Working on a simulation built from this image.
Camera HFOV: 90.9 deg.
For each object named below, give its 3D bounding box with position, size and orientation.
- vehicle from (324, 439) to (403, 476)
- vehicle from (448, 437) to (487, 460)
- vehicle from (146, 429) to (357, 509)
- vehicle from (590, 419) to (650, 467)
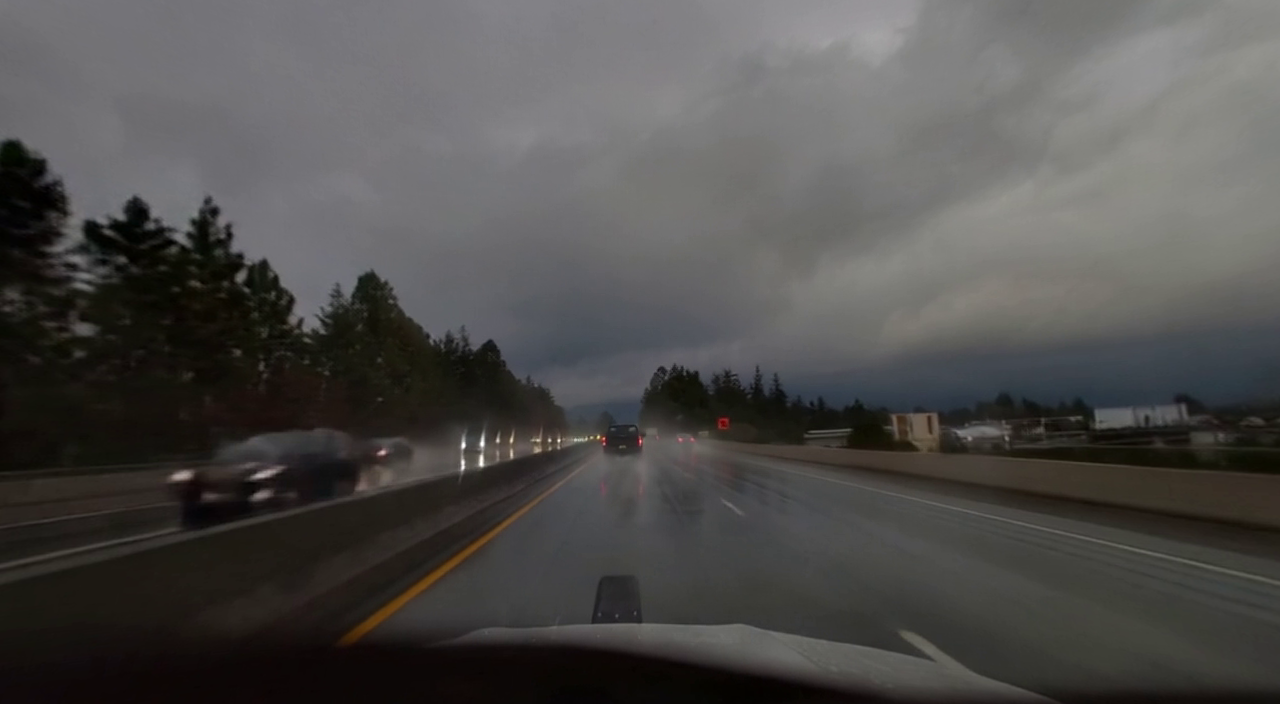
[{"bbox_3d":[-13.465,5.133,31.007,2.015,1.671,4.292,0,-8,-1],"label":"vehicle"},{"bbox_3d":[-13.093,7.329,47.960,1.940,1.665,3.934,0,-8,-2],"label":"vehicle"},{"bbox_3d":[-9.324,2.814,15.785,2.293,1.670,4.765,0,-8,-1],"label":"vehicle"},{"bbox_3d":[-0.910,4.179,29.031,2.503,2.044,4.633,0,-8,-2],"label":"vehicle"}]
